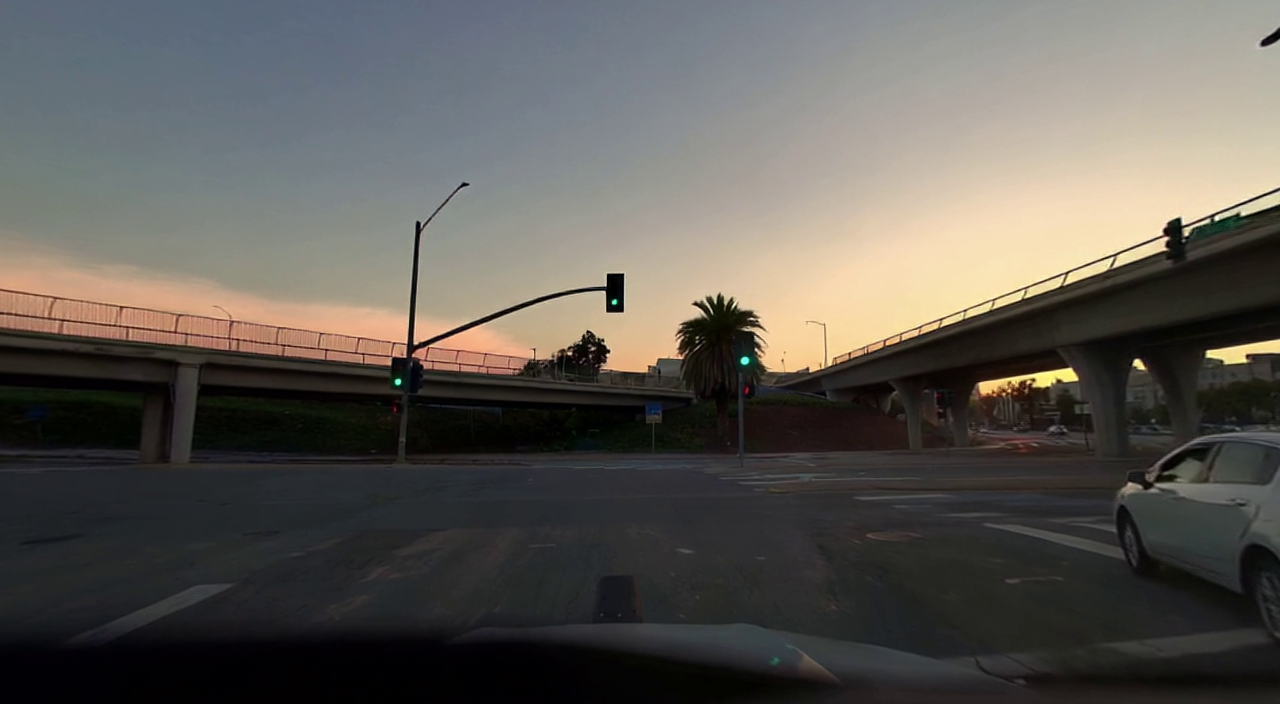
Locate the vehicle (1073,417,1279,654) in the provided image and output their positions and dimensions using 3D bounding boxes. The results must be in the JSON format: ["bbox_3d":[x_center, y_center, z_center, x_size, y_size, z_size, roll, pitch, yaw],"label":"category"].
[{"bbox_3d":[5.460,1.333,5.149,1.959,1.485,4.628,-3,-9,19],"label":"vehicle"}]
